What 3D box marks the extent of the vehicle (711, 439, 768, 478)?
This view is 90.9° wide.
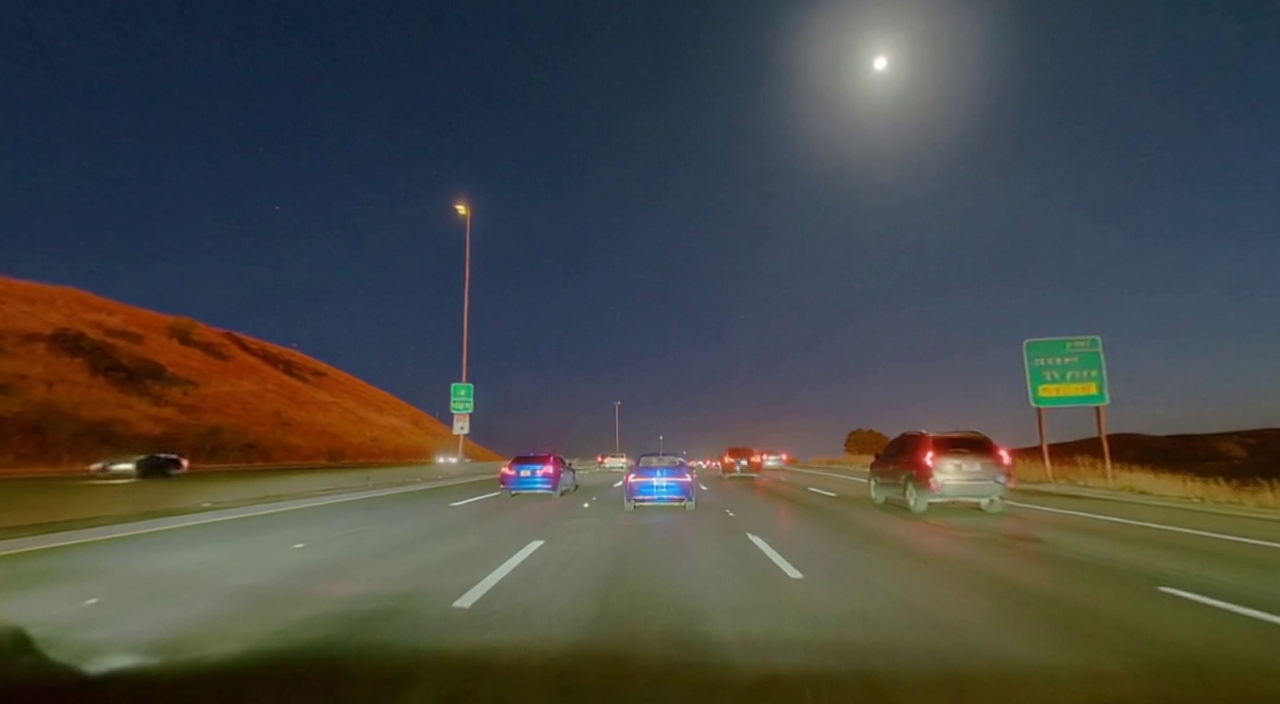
[{"bbox_3d":[4.631,5.034,30.034,2.083,1.693,4.740,0,-8,2],"label":"vehicle"}]

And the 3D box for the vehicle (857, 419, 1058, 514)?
[{"bbox_3d":[7.046,2.593,14.804,2.210,1.831,4.843,0,-8,1],"label":"vehicle"}]

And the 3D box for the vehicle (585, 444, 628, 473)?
[{"bbox_3d":[-1.918,6.291,37.417,2.034,1.572,4.444,-1,-8,4],"label":"vehicle"}]

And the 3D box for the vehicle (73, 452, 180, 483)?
[{"bbox_3d":[-27.292,6.135,33.732,1.841,1.458,4.454,-1,-8,2],"label":"vehicle"}]

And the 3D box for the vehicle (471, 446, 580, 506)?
[{"bbox_3d":[-2.969,3.327,17.455,2.017,1.446,4.384,-1,-8,3],"label":"vehicle"}]

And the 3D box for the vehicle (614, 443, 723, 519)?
[{"bbox_3d":[0.603,2.756,14.018,2.072,1.431,3.904,-1,-8,2],"label":"vehicle"}]

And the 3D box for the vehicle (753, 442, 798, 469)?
[{"bbox_3d":[8.595,6.593,40.485,2.032,1.580,4.928,-1,-8,3],"label":"vehicle"}]
